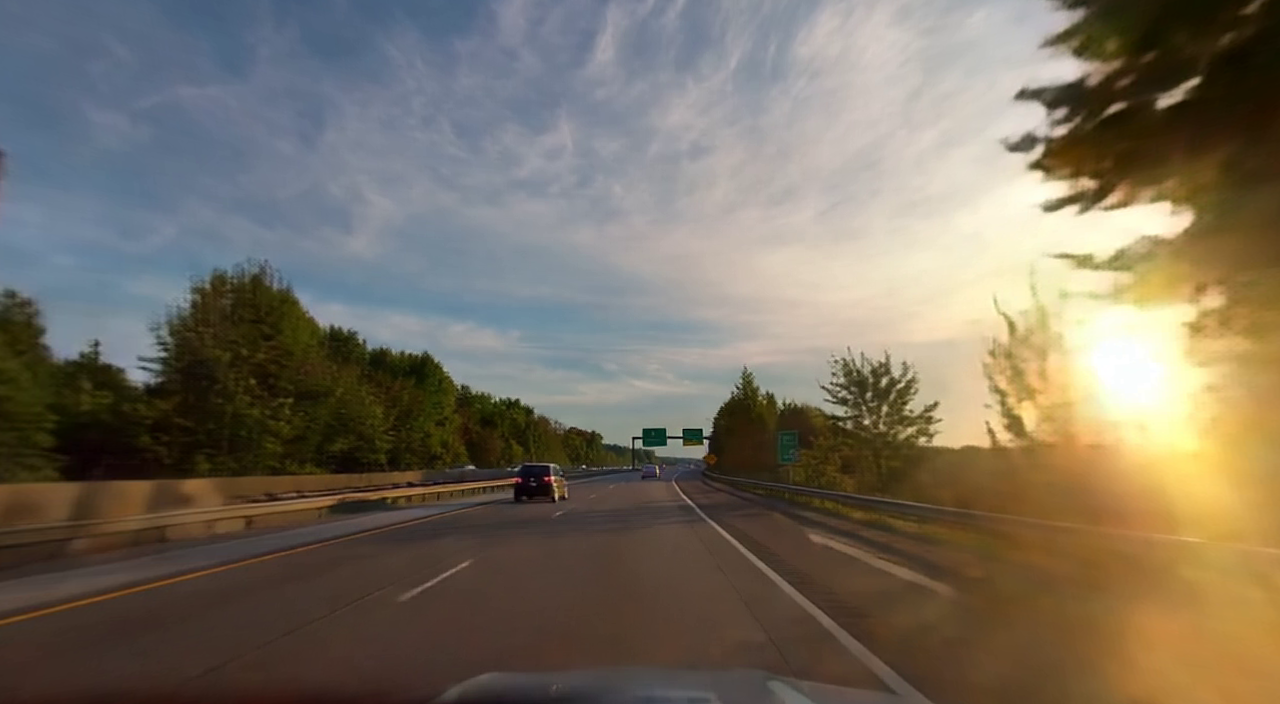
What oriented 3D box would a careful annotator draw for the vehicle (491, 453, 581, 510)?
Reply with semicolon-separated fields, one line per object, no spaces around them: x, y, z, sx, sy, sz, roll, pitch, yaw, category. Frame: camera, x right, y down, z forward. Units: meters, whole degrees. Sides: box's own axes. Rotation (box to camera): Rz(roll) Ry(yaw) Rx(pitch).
-3.232;4.152;20.401;2.000;1.594;3.996;1;-11;3;vehicle
